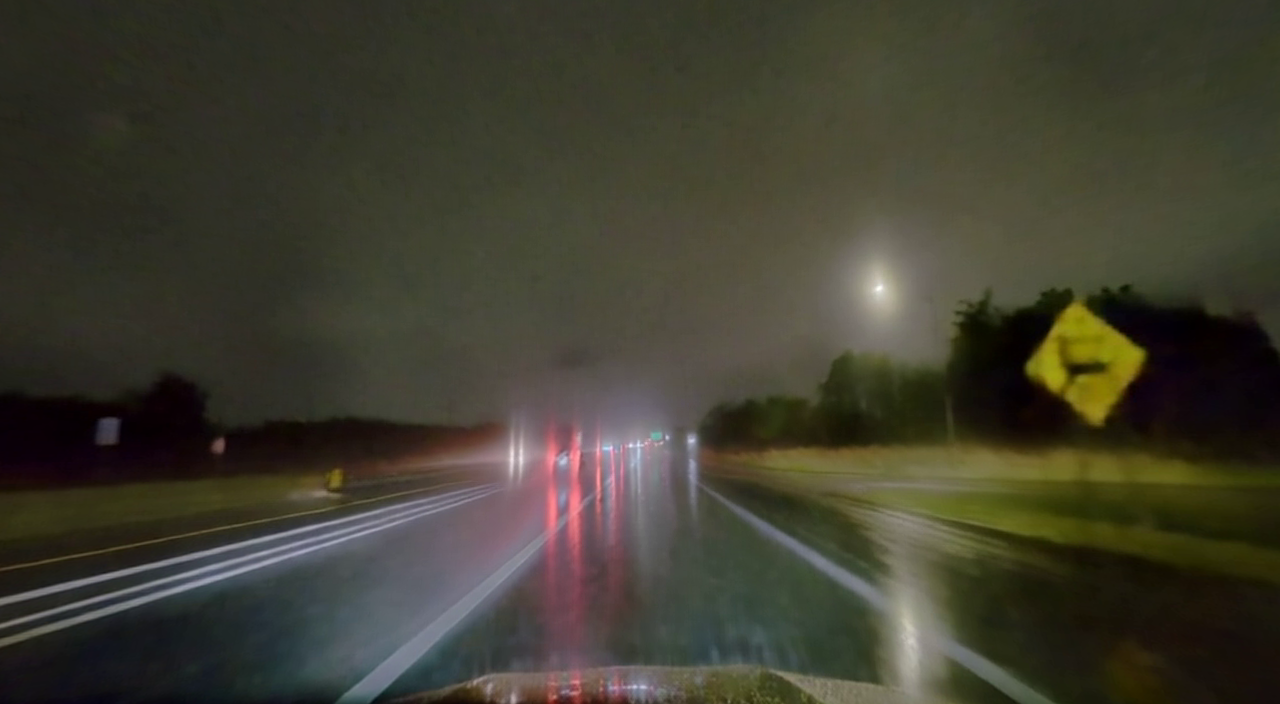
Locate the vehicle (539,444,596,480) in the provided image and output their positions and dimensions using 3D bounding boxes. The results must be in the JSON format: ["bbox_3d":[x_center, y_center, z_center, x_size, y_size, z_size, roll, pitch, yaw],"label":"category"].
[{"bbox_3d":[-3.313,5.165,29.789,2.044,1.527,4.607,0,-9,1],"label":"vehicle"}]
